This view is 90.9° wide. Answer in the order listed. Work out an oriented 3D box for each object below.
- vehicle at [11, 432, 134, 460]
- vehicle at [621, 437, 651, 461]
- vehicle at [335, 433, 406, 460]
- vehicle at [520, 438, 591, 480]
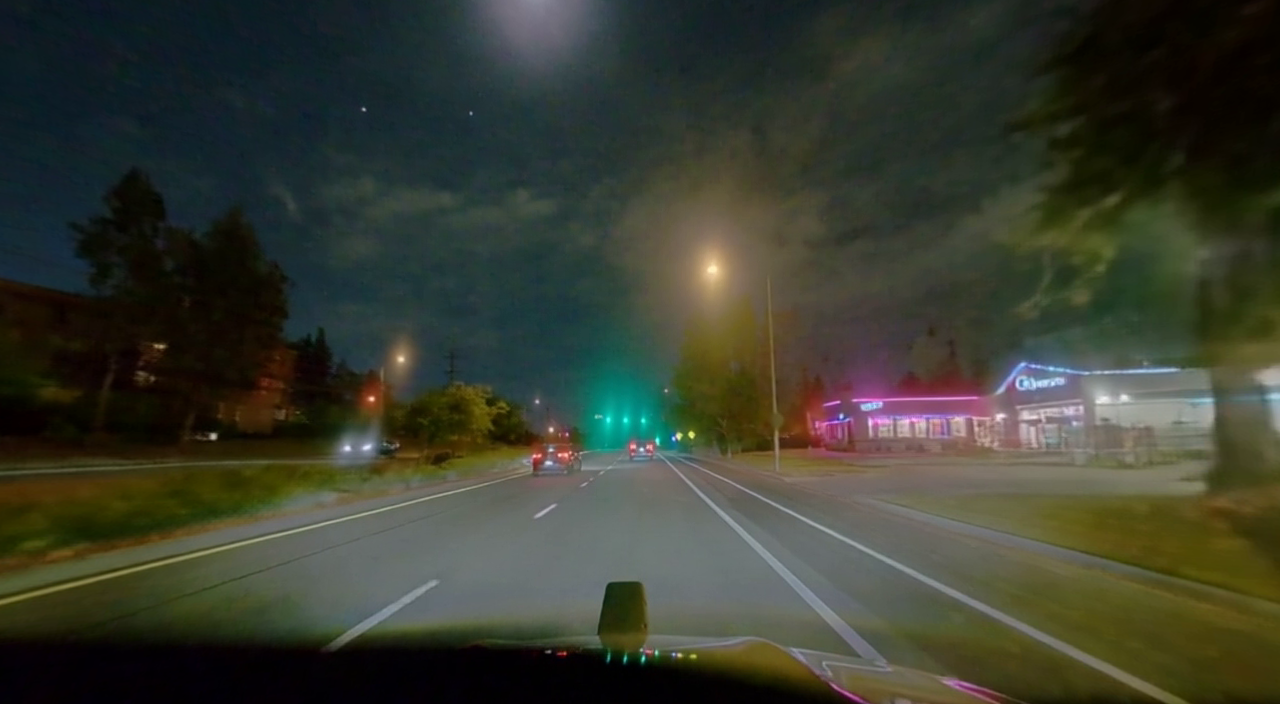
[{"bbox_3d":[-38.737,6.464,43.190,5.670,1.815,2.766,0,-9,-1],"label":"vehicle"},{"bbox_3d":[-0.265,7.317,47.637,2.153,1.764,4.047,0,-8,0],"label":"vehicle"},{"bbox_3d":[-16.743,5.918,39.509,2.341,1.527,4.616,0,-8,1],"label":"vehicle"},{"bbox_3d":[-3.179,4.142,24.702,2.015,1.470,4.458,0,-8,2],"label":"vehicle"}]
